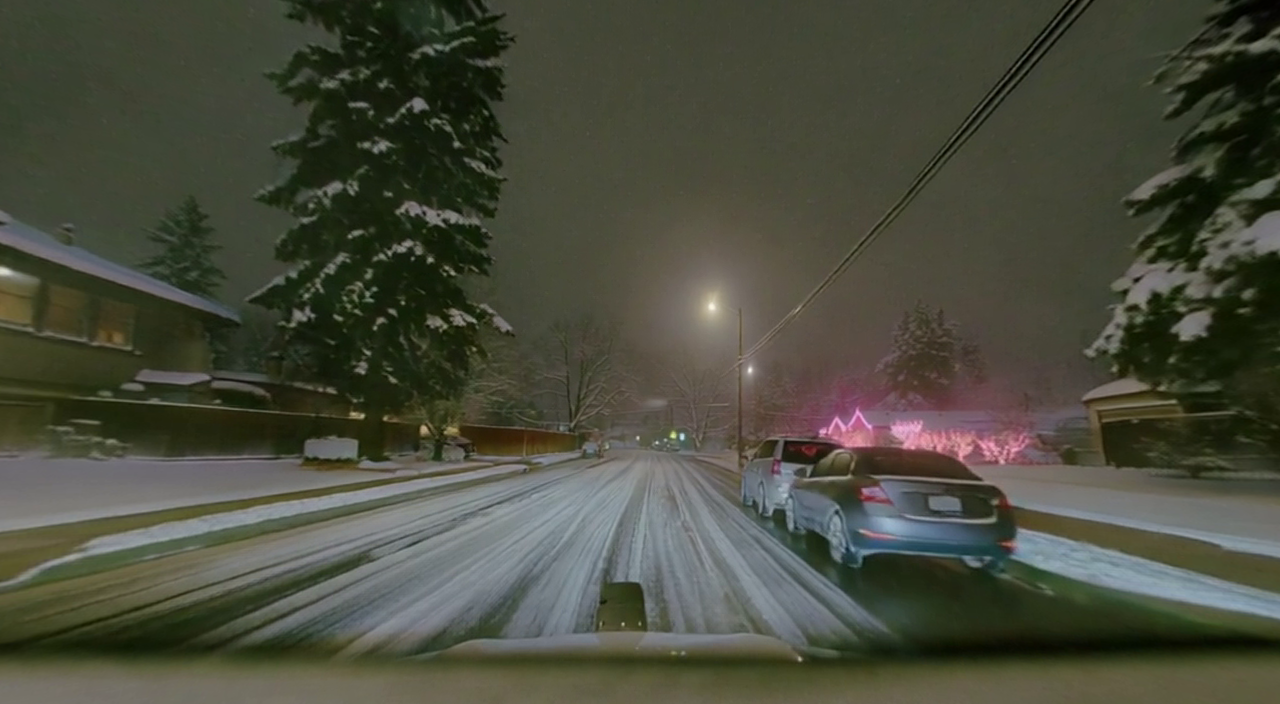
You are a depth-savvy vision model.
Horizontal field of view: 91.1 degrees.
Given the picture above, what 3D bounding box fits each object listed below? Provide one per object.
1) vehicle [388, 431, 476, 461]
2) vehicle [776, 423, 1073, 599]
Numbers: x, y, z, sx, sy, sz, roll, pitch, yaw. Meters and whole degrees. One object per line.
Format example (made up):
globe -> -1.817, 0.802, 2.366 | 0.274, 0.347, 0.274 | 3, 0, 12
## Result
vehicle -> -13.378, 6.086, 40.617 | 4.928, 1.844, 2.163 | 0, -9, -2
vehicle -> 3.224, 1.852, 8.287 | 1.976, 1.552, 4.442 | 3, -8, 2
